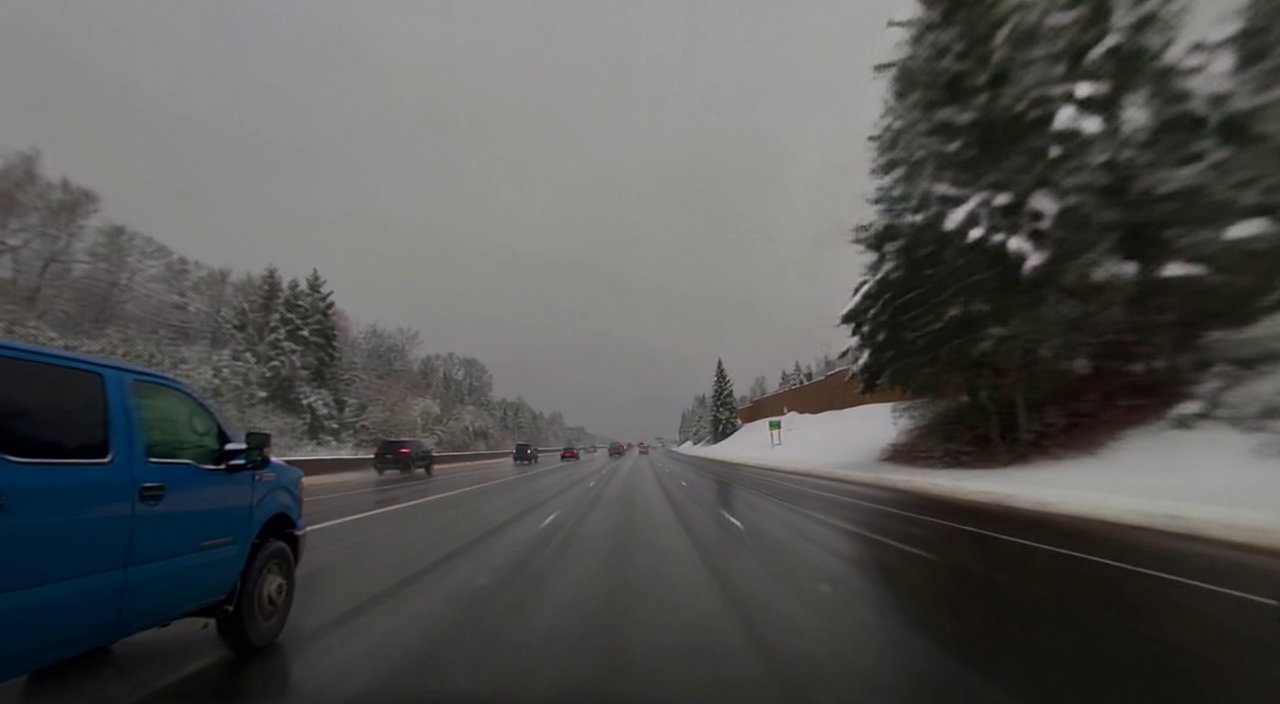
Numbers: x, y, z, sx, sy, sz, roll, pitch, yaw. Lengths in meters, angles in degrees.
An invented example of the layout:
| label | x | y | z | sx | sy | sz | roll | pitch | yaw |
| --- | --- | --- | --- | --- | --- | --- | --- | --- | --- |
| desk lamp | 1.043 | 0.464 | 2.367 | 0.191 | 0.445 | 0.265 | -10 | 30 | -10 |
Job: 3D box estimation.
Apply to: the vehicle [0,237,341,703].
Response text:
| label | x | y | z | sx | sy | sz | roll | pitch | yaw |
| --- | --- | --- | --- | --- | --- | --- | --- | --- | --- |
| vehicle | -3.510 | 0.546 | 1.513 | 2.483 | 2.100 | 6.208 | 0 | -9 | 0 |

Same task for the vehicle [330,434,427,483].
| label | x | y | z | sx | sy | sz | roll | pitch | yaw |
| --- | --- | --- | --- | --- | --- | --- | --- | --- | --- |
| vehicle | -11.034 | 4.513 | 27.080 | 2.012 | 1.875 | 4.895 | 0 | -9 | 0 |
